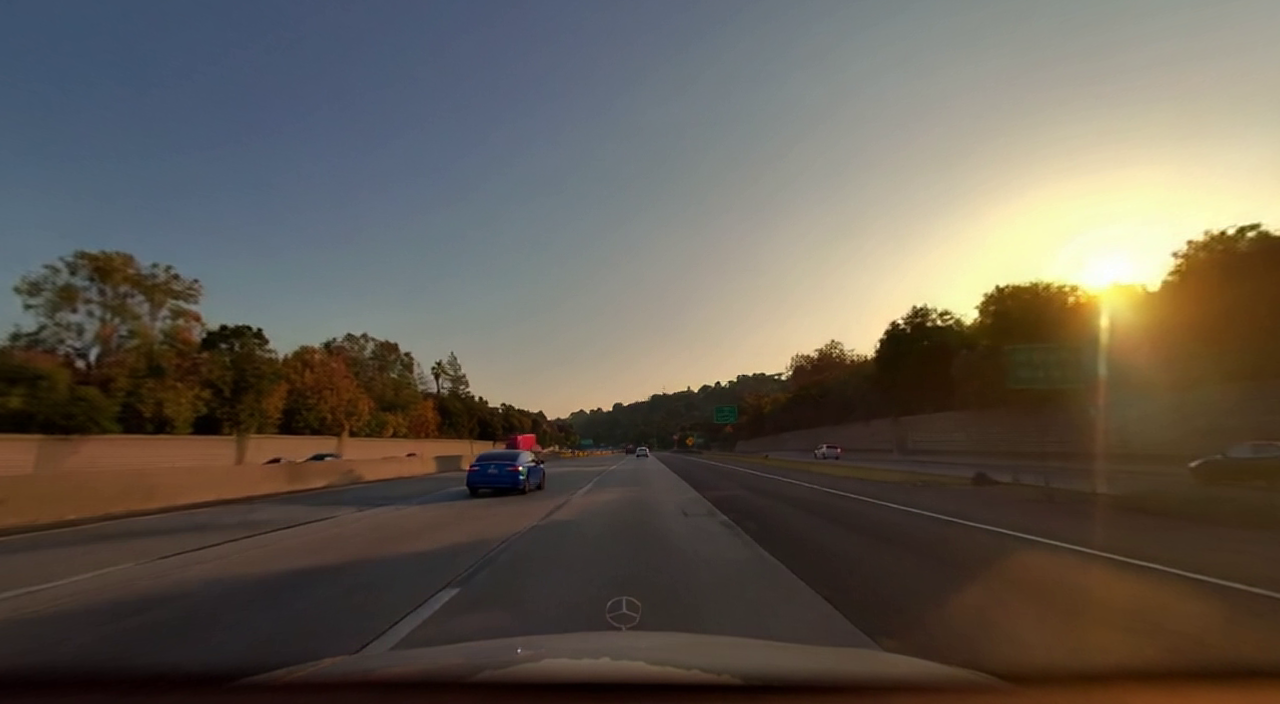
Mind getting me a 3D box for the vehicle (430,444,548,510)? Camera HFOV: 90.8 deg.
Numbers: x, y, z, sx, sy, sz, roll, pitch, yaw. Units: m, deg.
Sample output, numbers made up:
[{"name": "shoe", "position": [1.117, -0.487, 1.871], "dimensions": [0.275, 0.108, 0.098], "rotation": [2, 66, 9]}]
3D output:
[{"name": "vehicle", "position": [-3.687, 3.127, 16.299], "dimensions": [1.873, 1.438, 4.546], "rotation": [-1, -9, 1]}]
